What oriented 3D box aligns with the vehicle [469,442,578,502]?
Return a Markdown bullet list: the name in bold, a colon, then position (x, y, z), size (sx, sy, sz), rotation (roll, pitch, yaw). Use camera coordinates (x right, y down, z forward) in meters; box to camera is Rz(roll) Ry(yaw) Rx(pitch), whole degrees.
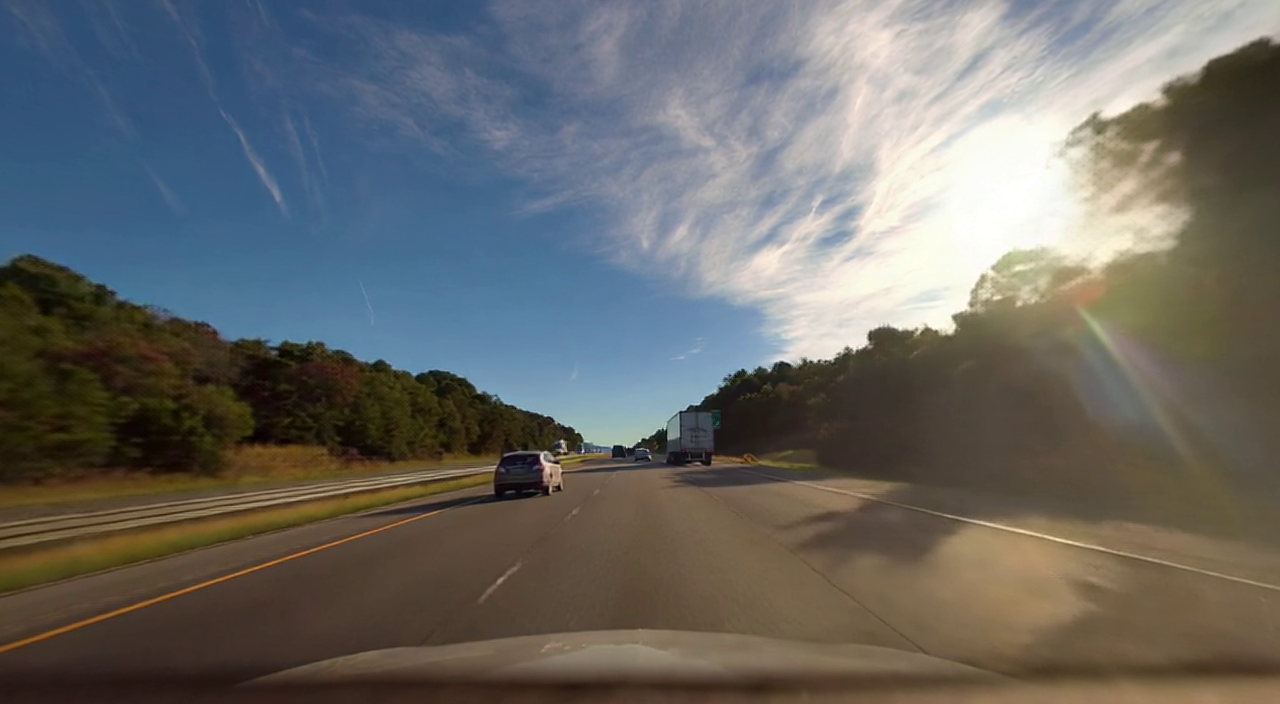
- **vehicle**: position (-3.096, 3.318, 17.838), size (2.121, 1.445, 4.651), rotation (0, -9, 1)
